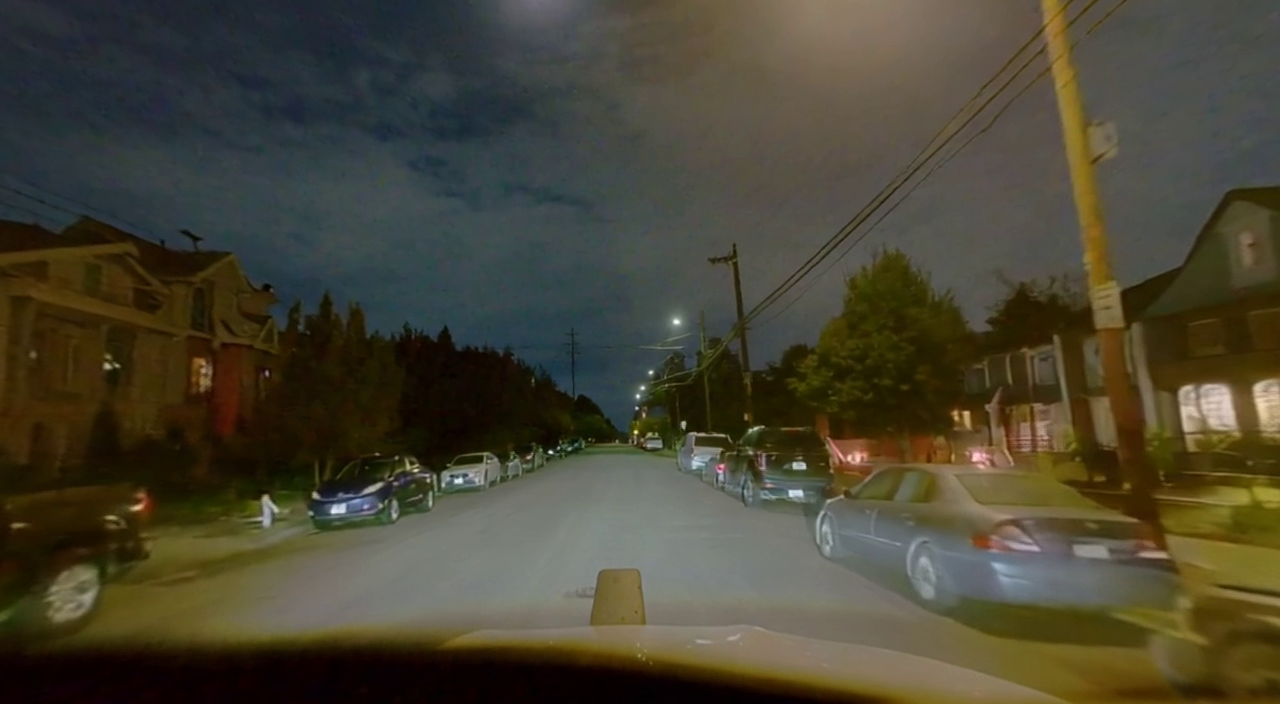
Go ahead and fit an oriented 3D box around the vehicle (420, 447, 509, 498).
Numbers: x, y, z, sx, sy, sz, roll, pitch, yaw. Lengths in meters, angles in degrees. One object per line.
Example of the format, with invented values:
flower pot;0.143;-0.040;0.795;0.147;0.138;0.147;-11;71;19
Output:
vehicle;-6.390;4.440;23.584;1.924;1.525;4.688;-5;-9;0

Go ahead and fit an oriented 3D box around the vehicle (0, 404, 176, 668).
vehicle;-5.893;1.372;4.113;2.096;1.966;4.944;-4;-7;-1

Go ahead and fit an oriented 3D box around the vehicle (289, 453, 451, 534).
vehicle;-6.394;3.346;15.747;2.002;1.585;5.080;0;-8;-2

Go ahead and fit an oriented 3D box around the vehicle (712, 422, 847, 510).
vehicle;3.290;2.845;16.214;2.107;1.866;5.199;0;-9;-2

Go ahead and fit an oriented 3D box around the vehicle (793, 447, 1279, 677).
vehicle;3.200;1.695;6.440;2.021;1.417;4.716;0;-8;-1

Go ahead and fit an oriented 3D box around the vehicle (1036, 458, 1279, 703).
vehicle;3.295;0.847;0.960;2.126;1.448;4.853;0;-11;-2
